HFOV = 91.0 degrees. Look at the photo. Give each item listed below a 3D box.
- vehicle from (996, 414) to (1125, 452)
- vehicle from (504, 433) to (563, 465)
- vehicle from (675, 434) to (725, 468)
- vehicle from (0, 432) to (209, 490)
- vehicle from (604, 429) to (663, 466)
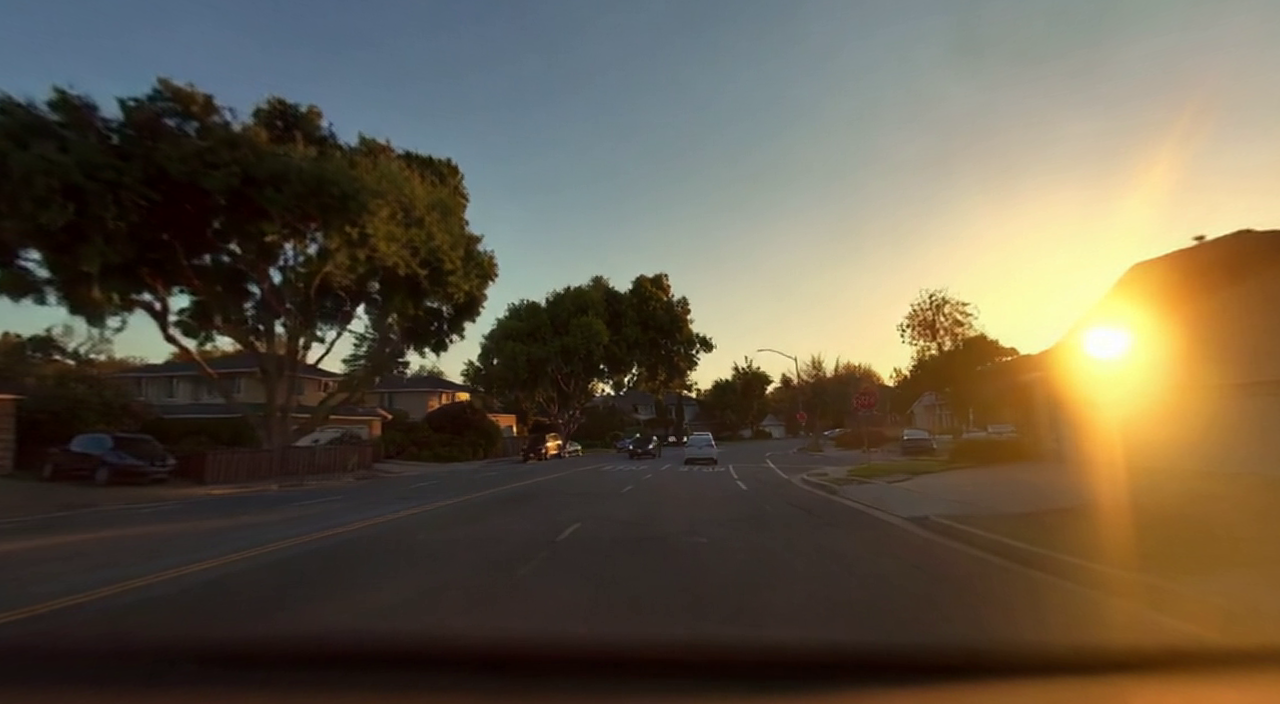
[{"bbox_3d":[21.451,4.215,32.340,4.989,1.564,2.007,-5,-13,16],"label":"vehicle"},{"bbox_3d":[-7.821,7.166,46.998,2.191,1.980,5.888,-5,-8,12],"label":"vehicle"},{"bbox_3d":[2.862,4.576,29.297,1.955,1.459,4.383,-2,-9,10],"label":"vehicle"},{"bbox_3d":[-17.652,3.563,20.771,5.177,1.779,2.199,0,-8,0],"label":"vehicle"},{"bbox_3d":[-0.234,4.816,31.762,2.178,1.695,4.339,-2,-9,11],"label":"vehicle"}]
